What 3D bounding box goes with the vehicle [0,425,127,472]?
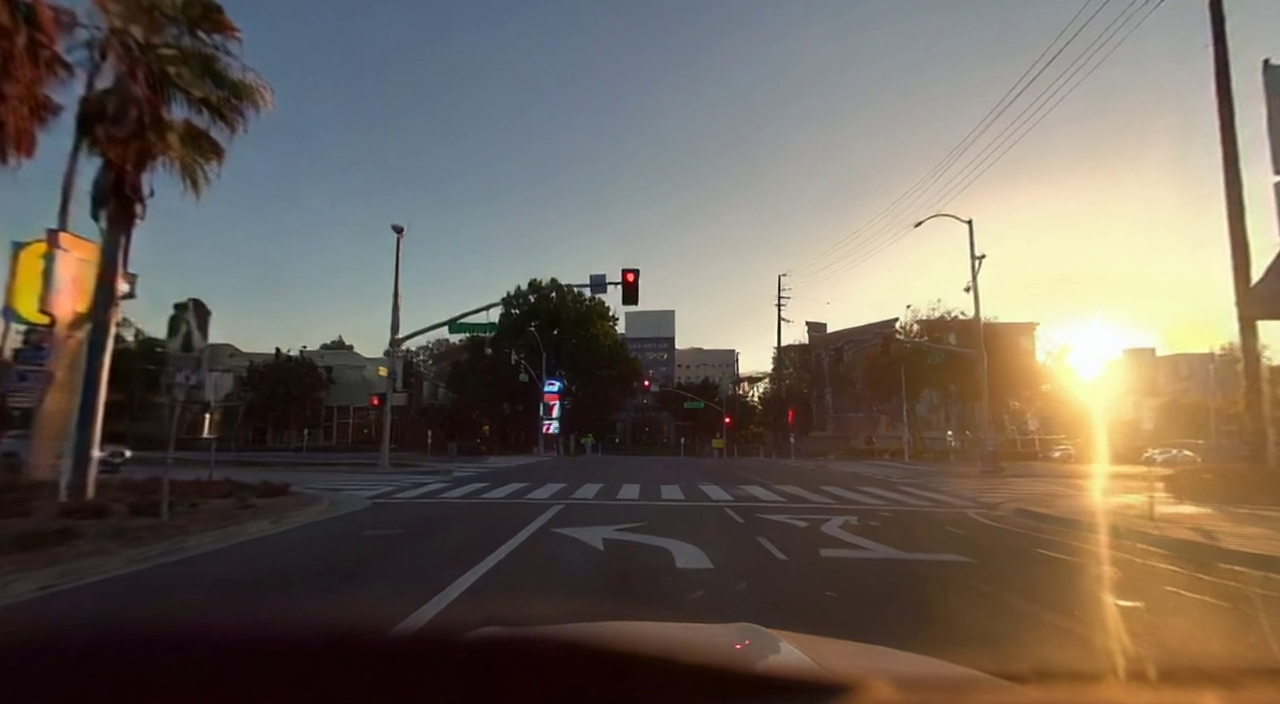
[{"bbox_3d":[-22.225,3.595,23.538,4.350,1.624,2.023,0,-9,-2],"label":"vehicle"}]
